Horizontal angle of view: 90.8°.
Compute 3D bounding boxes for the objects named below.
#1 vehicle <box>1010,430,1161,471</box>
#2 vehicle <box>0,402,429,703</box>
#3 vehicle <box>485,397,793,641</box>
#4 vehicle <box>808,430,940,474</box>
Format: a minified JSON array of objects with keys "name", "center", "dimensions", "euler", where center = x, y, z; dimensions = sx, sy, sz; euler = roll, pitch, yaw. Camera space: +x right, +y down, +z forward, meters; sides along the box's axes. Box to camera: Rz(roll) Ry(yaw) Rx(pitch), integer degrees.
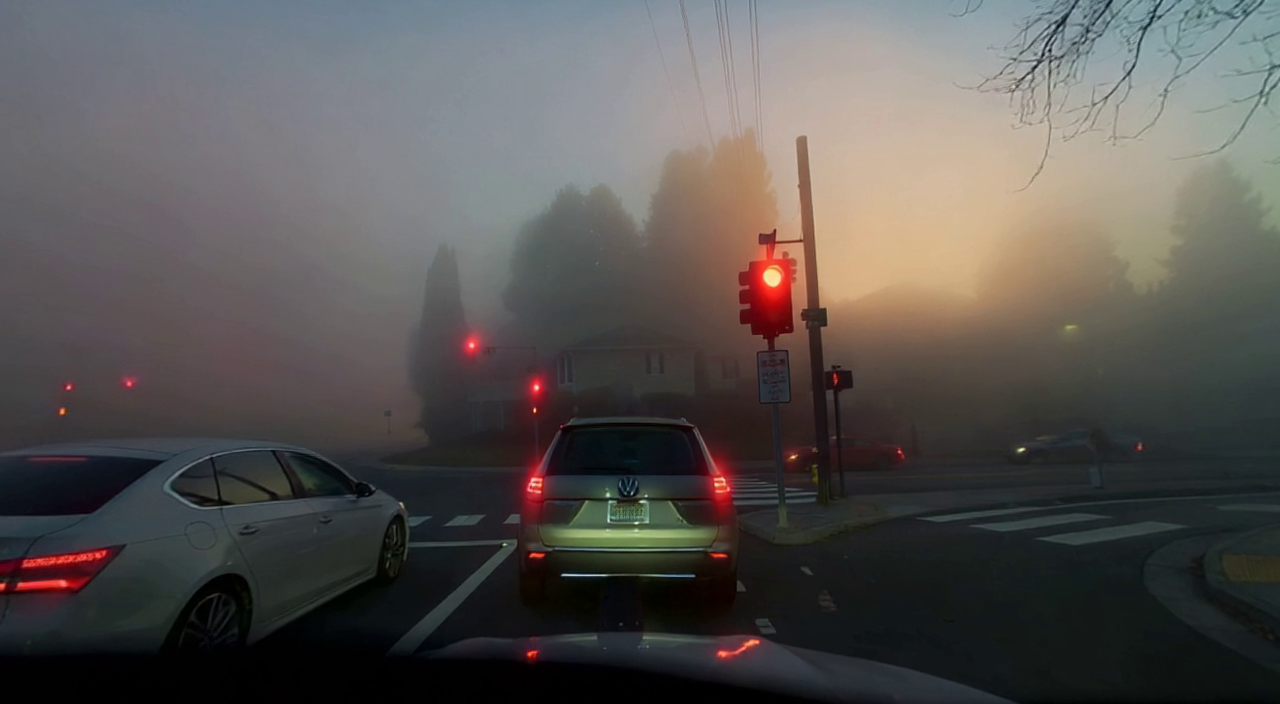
[{"name":"vehicle","center":[18.317,4.064,26.191],"dimensions":[4.670,1.616,1.926],"euler":[-1,-9,6]},{"name":"vehicle","center":[-3.305,1.272,4.707],"dimensions":[2.035,1.492,4.415],"euler":[0,-9,-2]},{"name":"vehicle","center":[-0.154,1.470,6.563],"dimensions":[2.154,1.670,4.140],"euler":[1,-9,-5]},{"name":"vehicle","center":[9.896,4.281,27.106],"dimensions":[4.887,1.769,2.035],"euler":[-1,-9,6]}]
